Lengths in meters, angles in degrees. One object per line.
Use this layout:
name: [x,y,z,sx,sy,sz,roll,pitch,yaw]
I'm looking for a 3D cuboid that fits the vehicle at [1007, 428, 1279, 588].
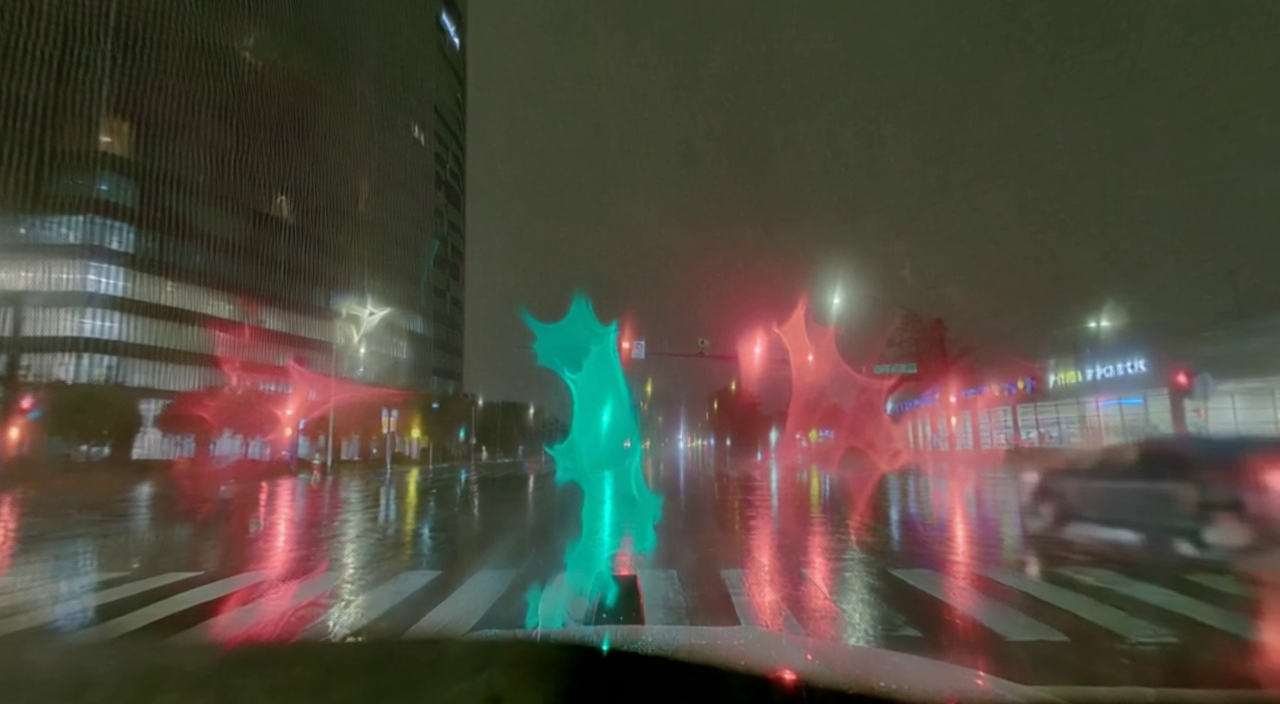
vehicle: [6.877,1.719,7.720,1.988,1.466,4.529,0,-8,-1]
